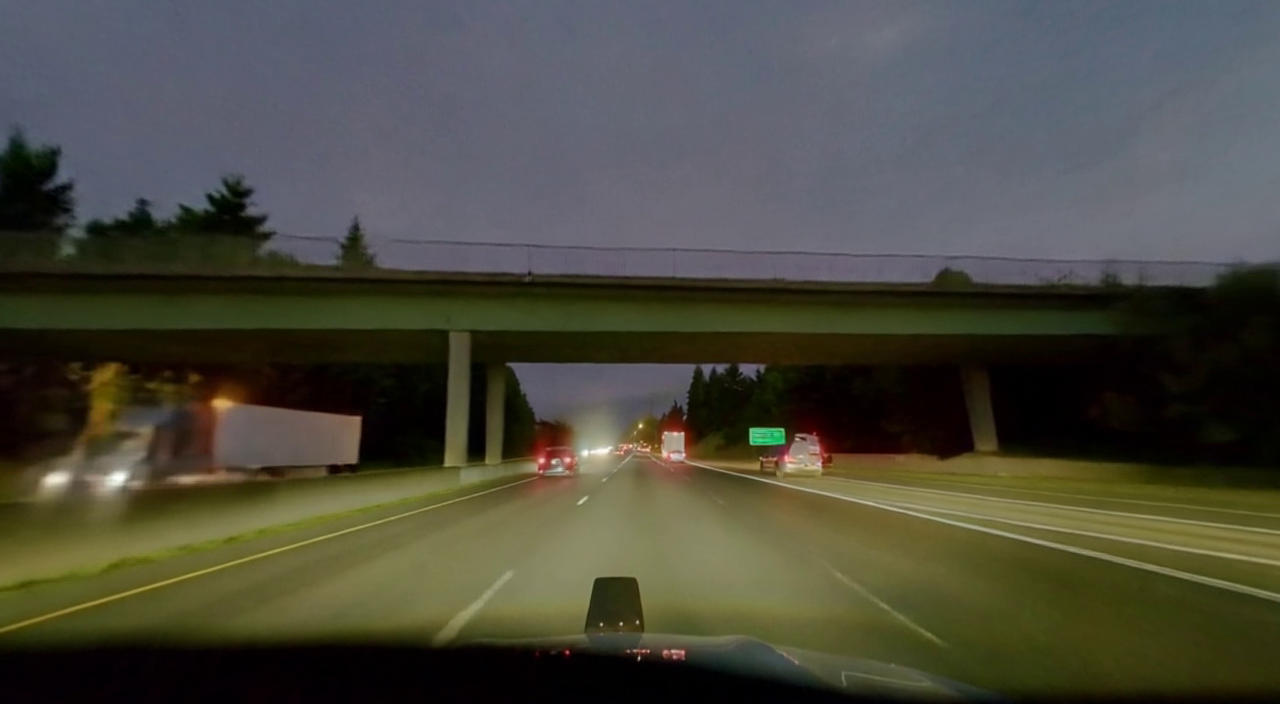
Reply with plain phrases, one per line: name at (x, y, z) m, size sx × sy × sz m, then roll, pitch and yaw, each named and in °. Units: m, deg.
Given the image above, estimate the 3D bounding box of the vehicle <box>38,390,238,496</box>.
vehicle at (-20.079, 3.745, 25.876) m, size 2.995 × 3.822 × 6.024 m, roll 0°, pitch -9°, yaw 0°

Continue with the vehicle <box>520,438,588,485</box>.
vehicle at (-3.556, 4.645, 26.972) m, size 2.238 × 1.792 × 4.518 m, roll 0°, pitch -9°, yaw 0°
